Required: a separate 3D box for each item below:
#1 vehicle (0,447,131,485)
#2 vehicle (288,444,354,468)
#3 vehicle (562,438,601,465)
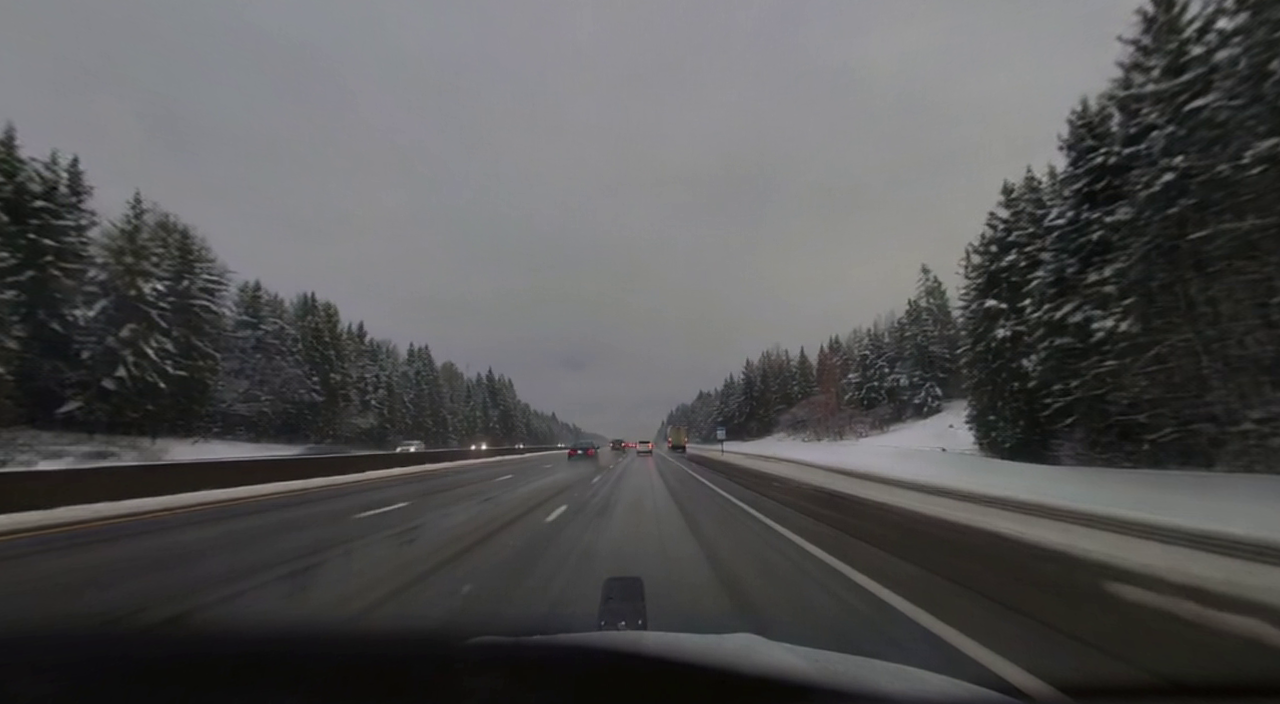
[{"bbox_3d":[-24.953,4.885,27.294,1.853,1.485,4.706,0,-9,1],"label":"vehicle"},{"bbox_3d":[-21.293,6.969,42.337,1.899,1.486,4.660,0,-9,1],"label":"vehicle"},{"bbox_3d":[-3.575,6.222,39.340,2.025,1.571,3.662,0,-9,1],"label":"vehicle"}]
